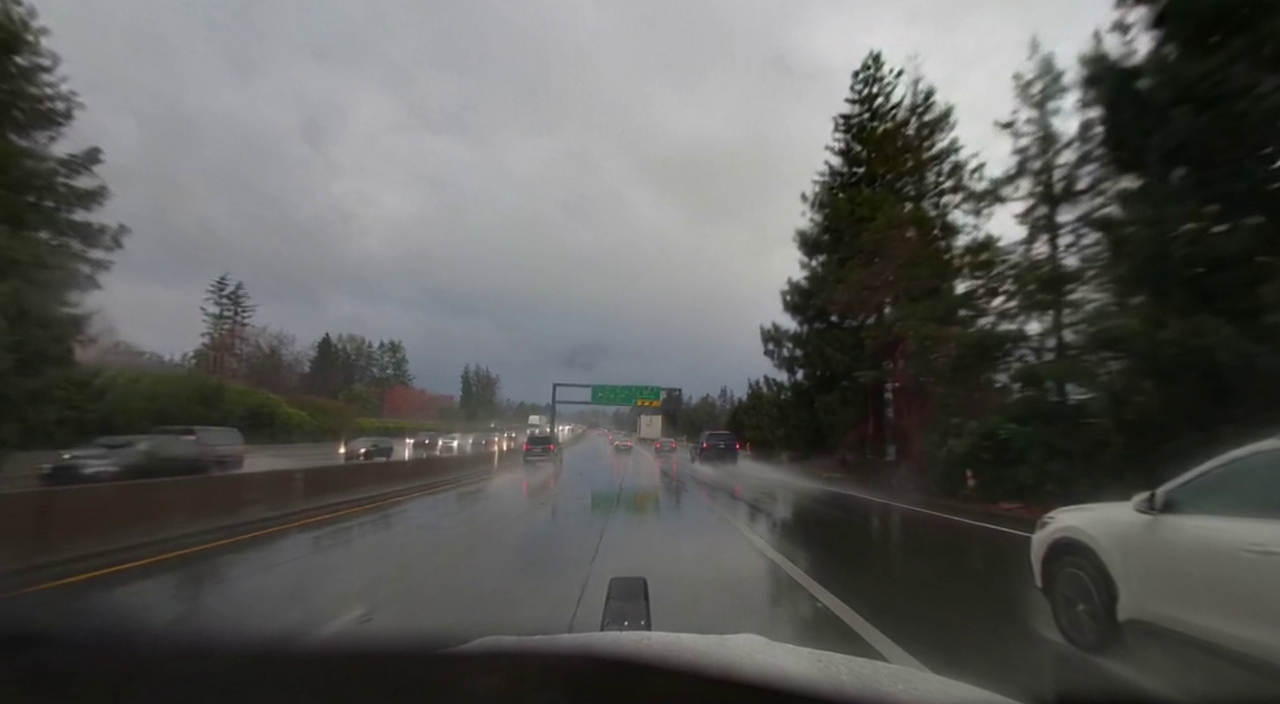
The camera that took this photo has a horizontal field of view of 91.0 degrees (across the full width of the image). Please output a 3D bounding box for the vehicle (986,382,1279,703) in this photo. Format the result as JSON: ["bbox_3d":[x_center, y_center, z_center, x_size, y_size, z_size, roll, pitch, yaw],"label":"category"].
[{"bbox_3d":[3.655,0.859,2.436,2.127,1.497,4.445,0,-8,1],"label":"vehicle"}]

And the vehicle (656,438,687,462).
[{"bbox_3d":[1.996,6.364,41.106,1.844,1.462,3.736,0,-8,0],"label":"vehicle"}]

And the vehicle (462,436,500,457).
[{"bbox_3d":[-11.680,6.985,46.534,1.727,1.433,3.940,0,-8,1],"label":"vehicle"}]

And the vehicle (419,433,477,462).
[{"bbox_3d":[-11.008,5.523,36.457,1.948,1.538,4.322,0,-8,1],"label":"vehicle"}]

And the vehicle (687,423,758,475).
[{"bbox_3d":[3.323,4.065,26.614,2.207,1.937,5.610,0,-8,0],"label":"vehicle"}]

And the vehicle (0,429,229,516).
[{"bbox_3d":[-10.470,2.301,12.534,1.944,1.446,3.739,0,-8,1],"label":"vehicle"}]

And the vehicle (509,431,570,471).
[{"bbox_3d":[-4.465,4.465,28.552,2.058,1.689,4.315,0,-8,0],"label":"vehicle"}]
